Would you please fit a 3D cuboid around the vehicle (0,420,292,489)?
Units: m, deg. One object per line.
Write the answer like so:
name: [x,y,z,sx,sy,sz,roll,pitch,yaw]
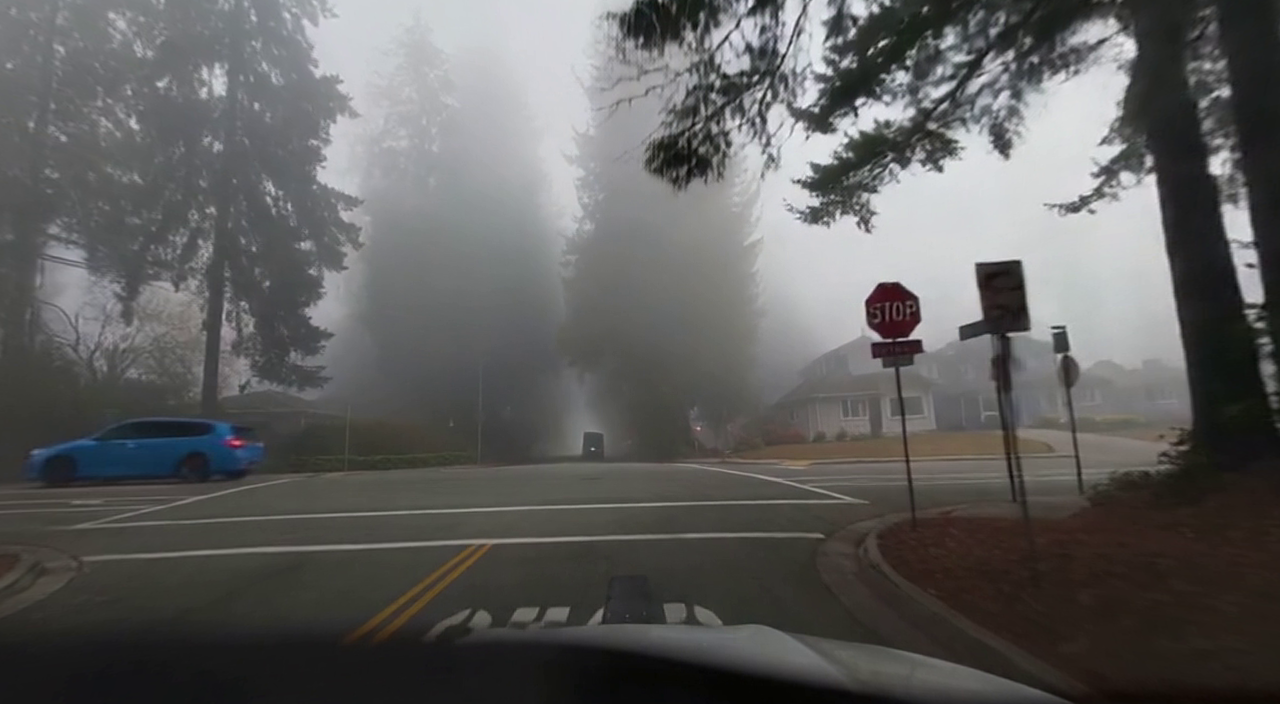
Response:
vehicle: [-15.084,3.171,19.671,6.877,1.941,2.405,1,-8,-6]
